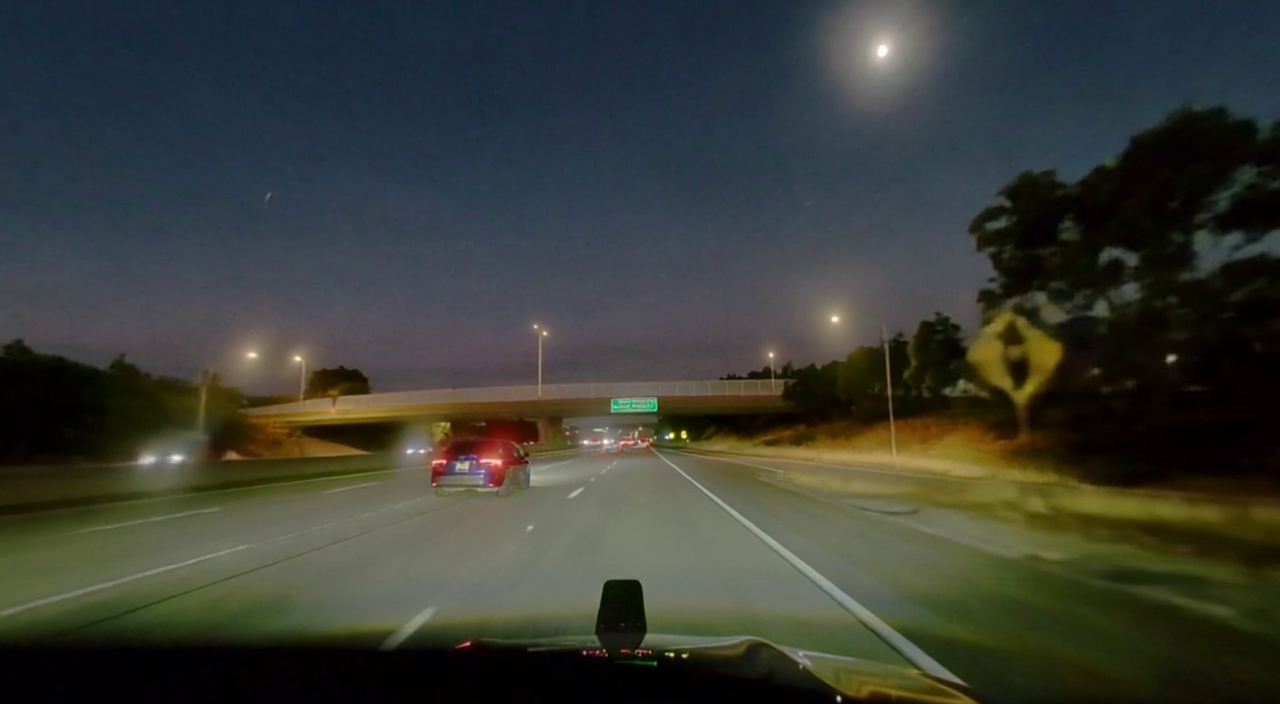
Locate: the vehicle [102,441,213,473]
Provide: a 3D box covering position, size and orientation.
[{"bbox_3d":[-26.312,5.717,34.541,1.958,1.622,5.191,0,-8,1],"label":"vehicle"}]

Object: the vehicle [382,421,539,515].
[{"bbox_3d":[-3.648,2.454,13.764,2.048,1.705,4.384,0,-8,1],"label":"vehicle"}]
